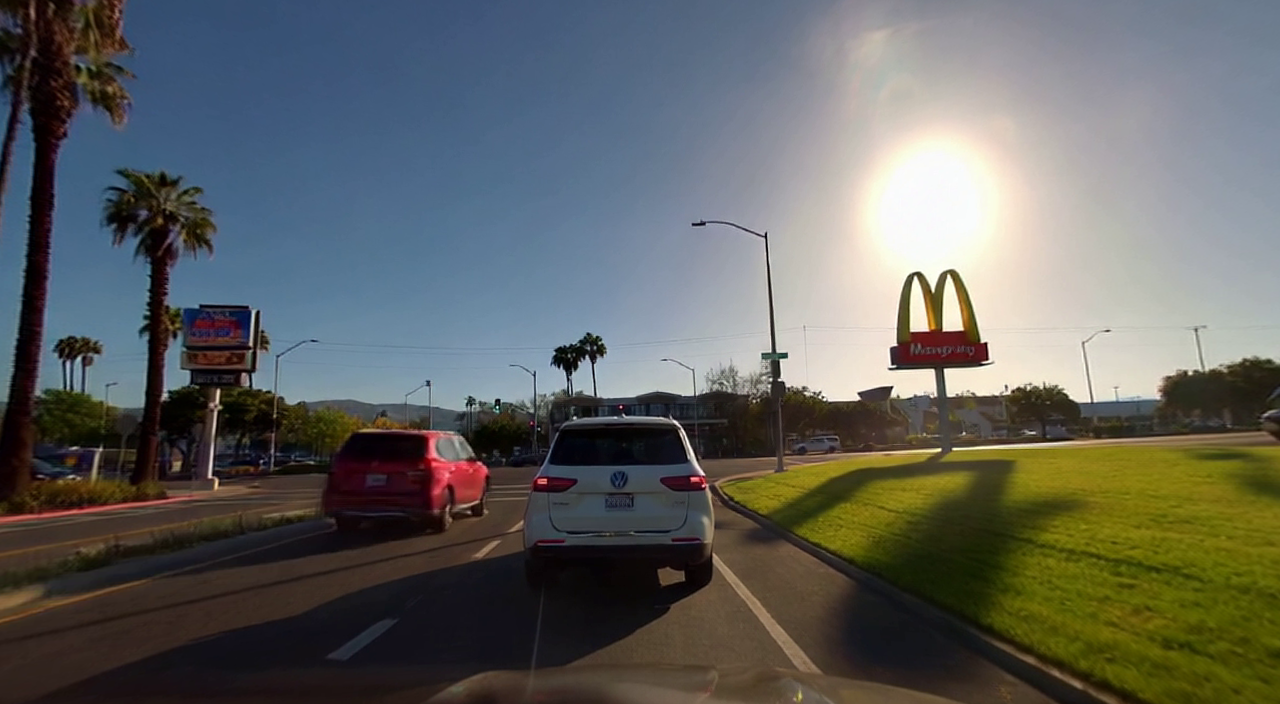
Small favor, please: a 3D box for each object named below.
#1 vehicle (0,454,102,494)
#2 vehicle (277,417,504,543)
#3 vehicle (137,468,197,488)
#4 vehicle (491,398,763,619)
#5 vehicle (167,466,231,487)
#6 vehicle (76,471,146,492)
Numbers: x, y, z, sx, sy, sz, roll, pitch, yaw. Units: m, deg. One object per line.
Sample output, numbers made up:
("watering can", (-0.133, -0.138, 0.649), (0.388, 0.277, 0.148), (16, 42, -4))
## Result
("vehicle", (-28.089, 5.564, 29.025), (4.584, 1.714, 2.186), (4, -10, -28))
("vehicle", (-4.024, 2.155, 11.285), (2.181, 1.771, 4.567), (0, -9, 0))
("vehicle", (-35.612, 9.479, 47.660), (1.641, 1.375, 3.640), (0, -9, 0))
("vehicle", (-0.140, 1.526, 7.027), (2.137, 1.728, 3.926), (0, -9, -1))
("vehicle", (-33.271, 9.392, 47.789), (1.792, 1.439, 3.952), (-1, -9, 3))
("vehicle", (-39.925, 9.765, 47.825), (1.602, 1.400, 4.220), (0, -9, 1))
